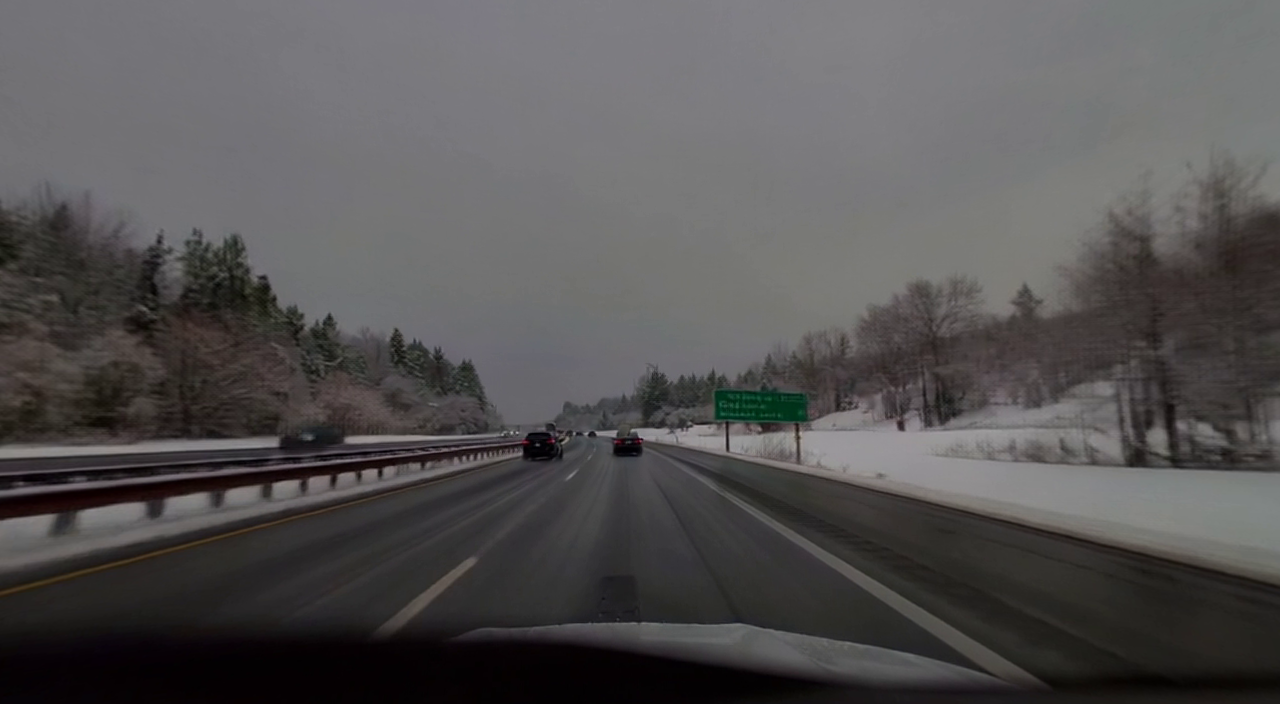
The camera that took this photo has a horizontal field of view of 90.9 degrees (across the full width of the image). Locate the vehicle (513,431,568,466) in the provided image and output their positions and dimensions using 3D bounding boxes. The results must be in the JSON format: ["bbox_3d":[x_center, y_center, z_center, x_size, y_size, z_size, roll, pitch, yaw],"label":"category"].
[{"bbox_3d":[-4.612,4.522,29.722,1.975,1.518,4.242,0,-8,-1],"label":"vehicle"}]

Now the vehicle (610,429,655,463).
[{"bbox_3d":[-0.441,4.755,32.038,2.162,1.616,4.242,0,-8,-2],"label":"vehicle"}]
